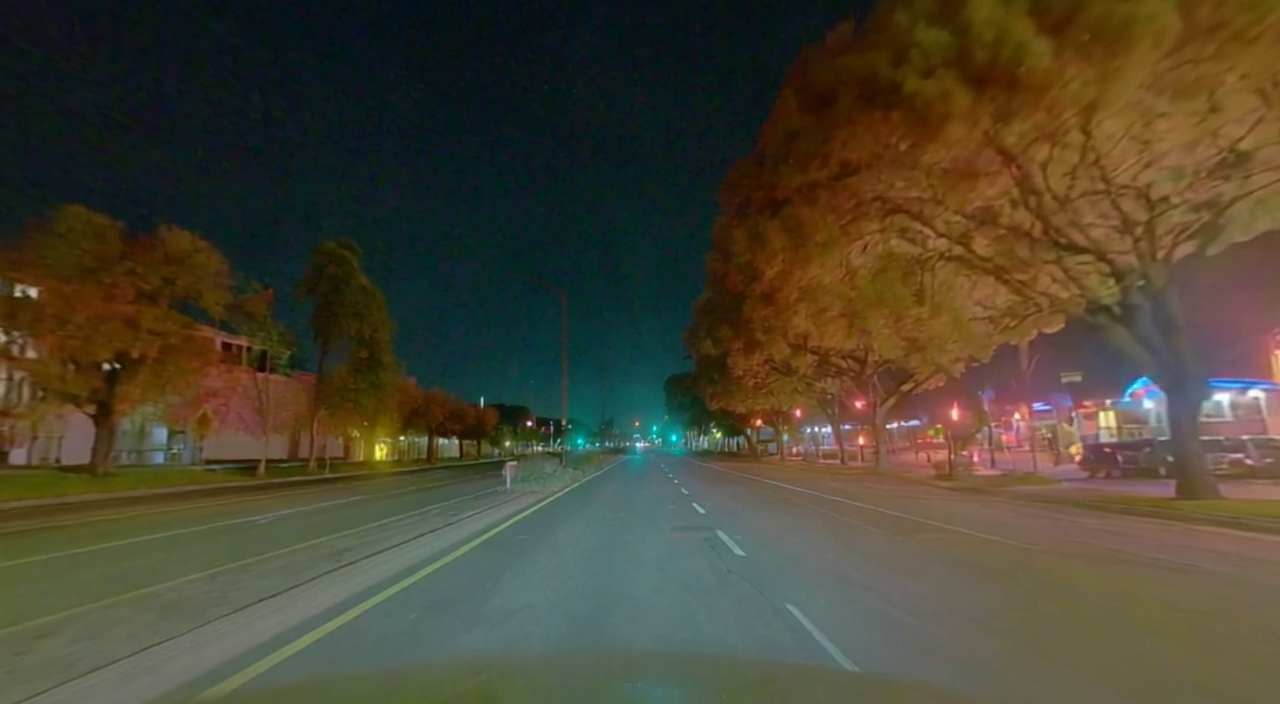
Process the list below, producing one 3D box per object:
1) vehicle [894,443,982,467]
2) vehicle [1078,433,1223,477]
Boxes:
[{"bbox_3d":[20.404,7.068,43.412,4.937,1.573,2.068,0,-8,0],"label":"vehicle"},{"bbox_3d":[21.194,4.280,26.346,4.376,1.575,1.981,-1,-9,-5],"label":"vehicle"}]
